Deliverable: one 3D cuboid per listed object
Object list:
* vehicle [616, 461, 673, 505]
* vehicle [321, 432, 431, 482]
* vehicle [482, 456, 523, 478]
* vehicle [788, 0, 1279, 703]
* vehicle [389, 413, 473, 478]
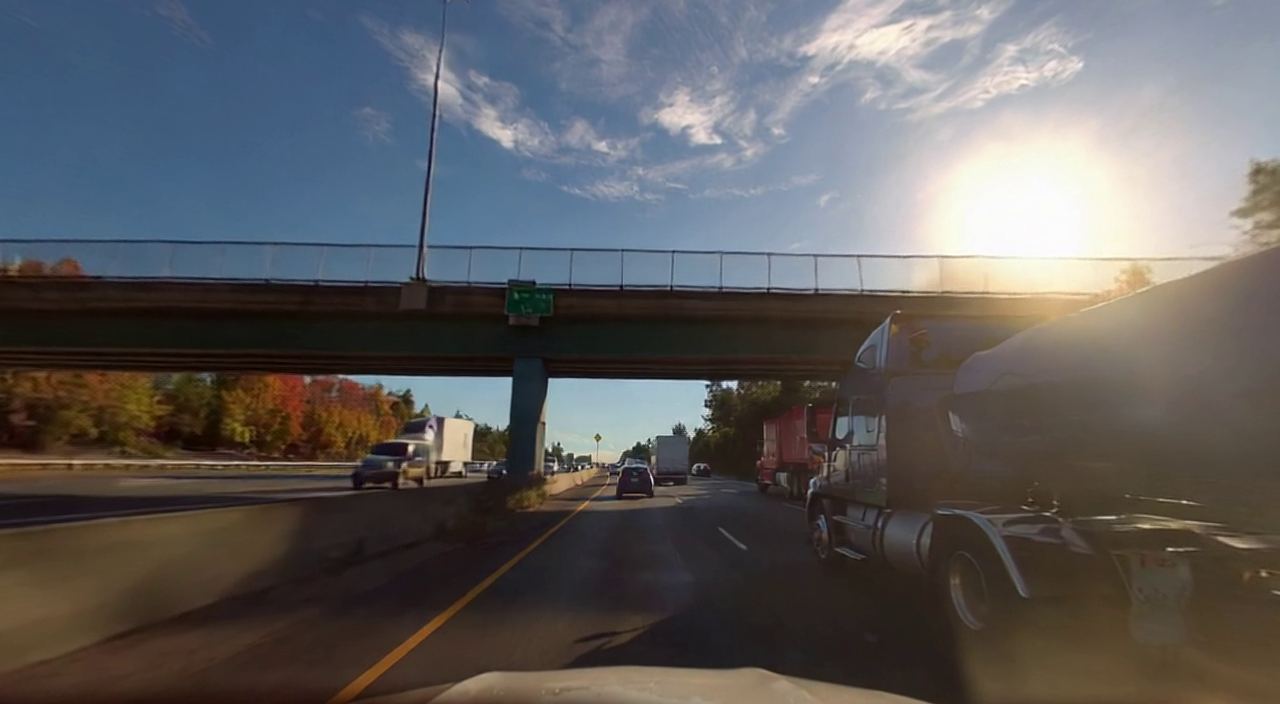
[{"bbox_3d":[0.163,5.069,24.597,2.067,1.552,3.601,1,-11,0],"label":"vehicle"},{"bbox_3d":[-10.146,4.156,24.719,2.207,1.713,4.723,1,-11,0],"label":"vehicle"},{"bbox_3d":[-9.804,8.283,45.328,1.911,1.455,4.516,1,-11,0],"label":"vehicle"},{"bbox_3d":[3.707,-0.274,2.036,2.831,4.150,14.519,1,-11,0],"label":"vehicle"},{"bbox_3d":[-13.825,6.414,42.439,3.010,3.930,7.428,1,-10,-1],"label":"vehicle"}]
